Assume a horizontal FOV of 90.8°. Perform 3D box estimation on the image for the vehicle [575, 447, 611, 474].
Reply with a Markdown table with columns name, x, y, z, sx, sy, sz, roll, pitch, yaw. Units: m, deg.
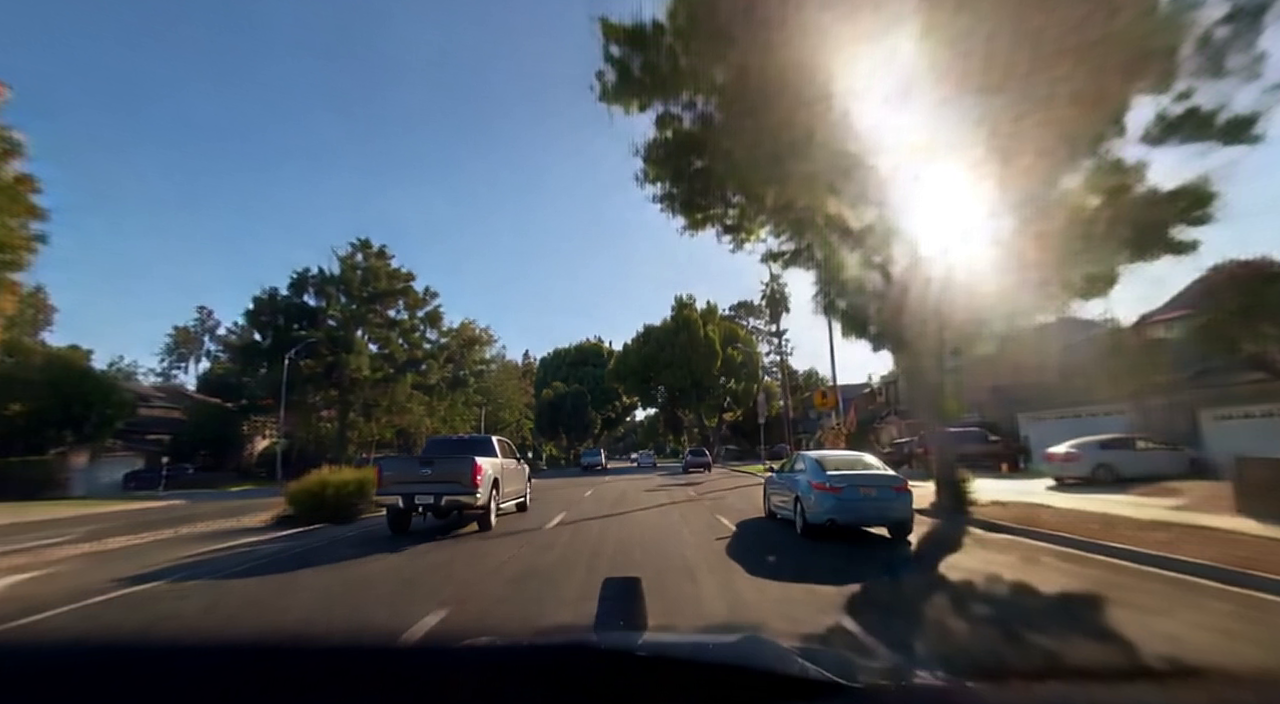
| name | x | y | z | sx | sy | sz | roll | pitch | yaw |
| --- | --- | --- | --- | --- | --- | --- | --- | --- | --- |
| vehicle | -3.229 | 7.570 | 44.355 | 2.218 | 1.829 | 4.492 | 0 | -9 | 0 |

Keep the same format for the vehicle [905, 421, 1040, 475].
| name | x | y | z | sx | sy | sz | roll | pitch | yaw |
| --- | --- | --- | --- | --- | --- | --- | --- | --- | --- |
| vehicle | 15.167 | 4.406 | 29.041 | 4.801 | 2.233 | 2.222 | -2 | -9 | -1 |

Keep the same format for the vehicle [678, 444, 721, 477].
| name | x | y | z | sx | sy | sz | roll | pitch | yaw |
| --- | --- | --- | --- | --- | --- | --- | --- | --- | --- |
| vehicle | 3.572 | 6.621 | 38.760 | 2.099 | 1.845 | 4.363 | 0 | -9 | -2 |

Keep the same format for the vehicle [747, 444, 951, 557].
| name | x | y | z | sx | sy | sz | roll | pitch | yaw |
| --- | --- | --- | --- | --- | --- | --- | --- | --- | --- |
| vehicle | 3.138 | 2.286 | 10.524 | 1.884 | 1.463 | 4.195 | 0 | -9 | -1 |

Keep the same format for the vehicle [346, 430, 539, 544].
| name | x | y | z | sx | sy | sz | roll | pitch | yaw |
| --- | --- | --- | --- | --- | --- | --- | --- | --- | --- |
| vehicle | -3.518 | 2.509 | 12.568 | 2.111 | 1.745 | 5.274 | 0 | -9 | 0 |

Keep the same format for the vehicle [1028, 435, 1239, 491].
| name | x | y | z | sx | sy | sz | roll | pitch | yaw |
| --- | --- | --- | --- | --- | --- | --- | --- | --- | --- |
| vehicle | 13.853 | 3.140 | 17.960 | 4.300 | 1.487 | 1.877 | -1 | -9 | 3 |

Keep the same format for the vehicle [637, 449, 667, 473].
| name | x | y | z | sx | sy | sz | roll | pitch | yaw |
| --- | --- | --- | --- | --- | --- | --- | --- | --- | --- |
| vehicle | 0.876 | 8.008 | 46.636 | 1.997 | 1.636 | 3.760 | 0 | -9 | -2 |
